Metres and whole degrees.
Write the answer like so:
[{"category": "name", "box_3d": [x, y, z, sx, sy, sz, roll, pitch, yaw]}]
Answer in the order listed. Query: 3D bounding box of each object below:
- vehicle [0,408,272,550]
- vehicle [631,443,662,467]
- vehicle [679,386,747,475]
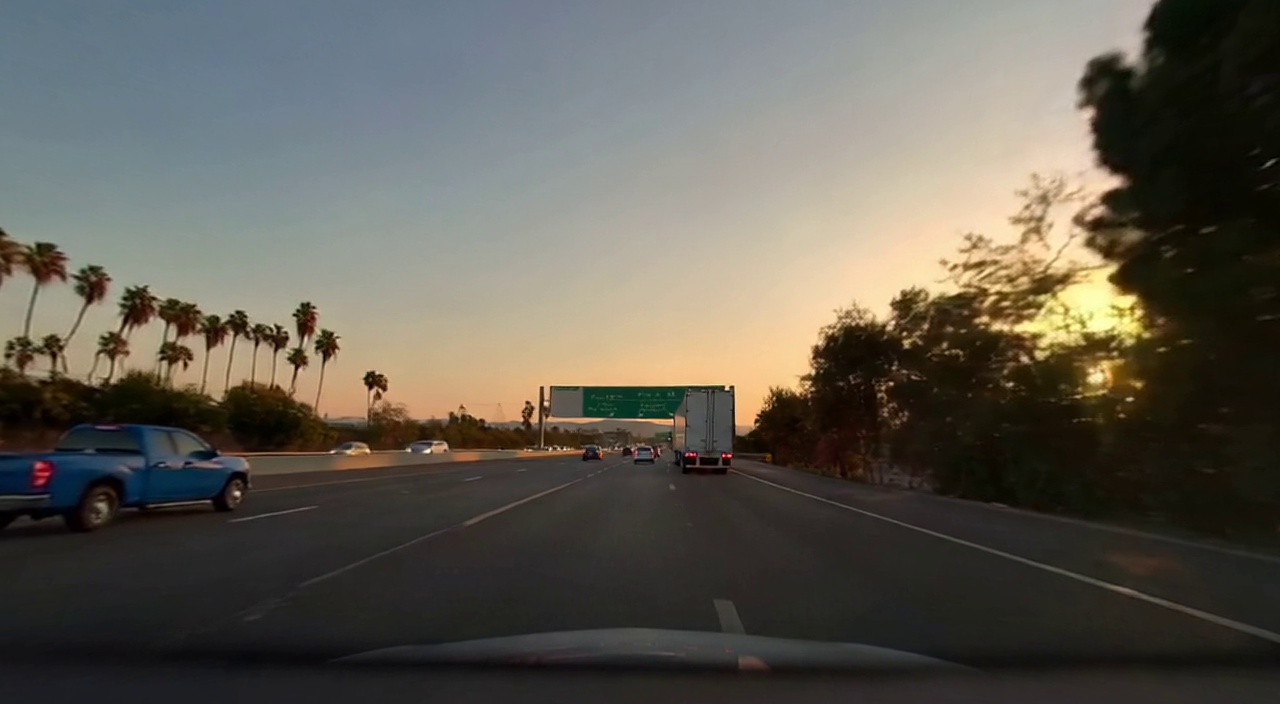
[{"category": "vehicle", "box_3d": [-8.690, 1.926, 10.256, 2.264, 1.728, 4.940, 0, -8, 2]}, {"category": "vehicle", "box_3d": [0.559, 7.954, 48.784, 2.287, 1.689, 4.307, 0, -8, 2]}, {"category": "vehicle", "box_3d": [3.942, 4.824, 37.890, 2.891, 4.123, 16.415, 0, -8, 3]}]
